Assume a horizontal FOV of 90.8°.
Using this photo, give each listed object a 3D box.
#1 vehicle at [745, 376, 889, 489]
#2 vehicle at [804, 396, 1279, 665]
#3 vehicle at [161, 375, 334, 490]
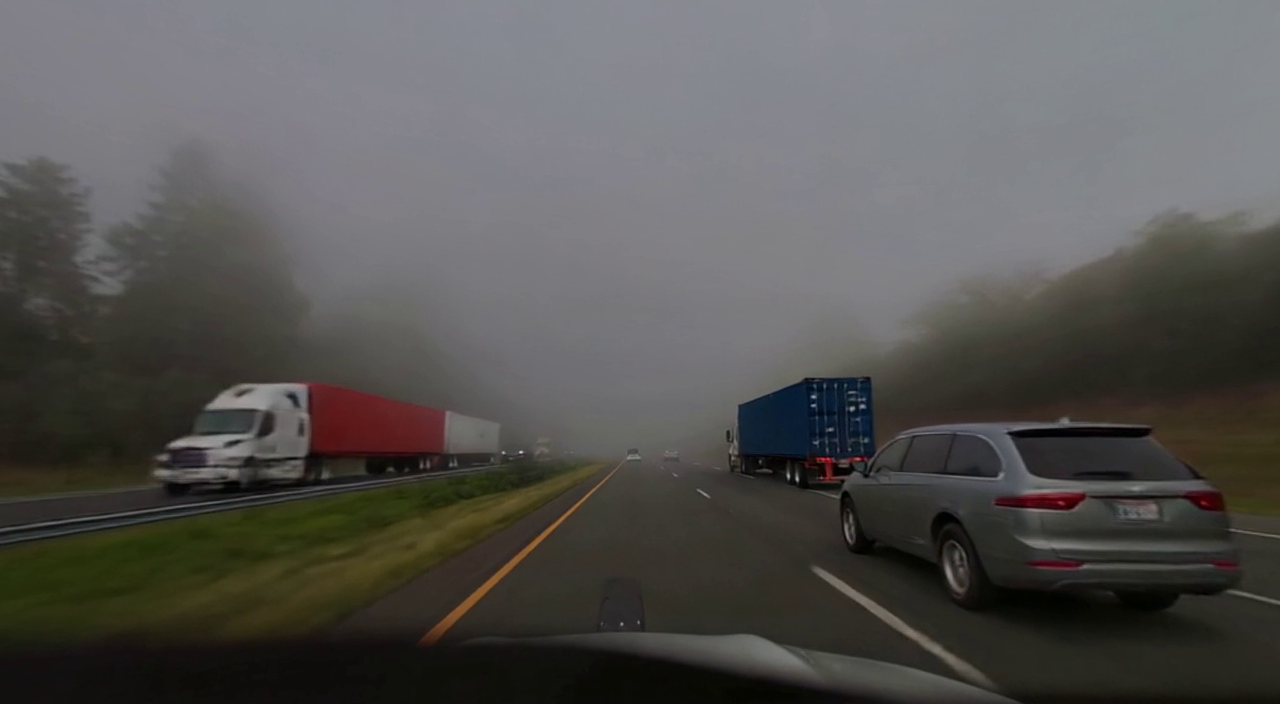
[{"bbox_3d":[7.533,3.922,29.714,2.882,4.109,13.567,0,-9,0],"label":"vehicle"},{"bbox_3d":[3.342,1.450,6.268,2.130,1.658,4.537,0,-9,-1],"label":"vehicle"},{"bbox_3d":[-15.228,3.250,25.161,3.012,3.994,5.844,0,-9,-1],"label":"vehicle"}]
